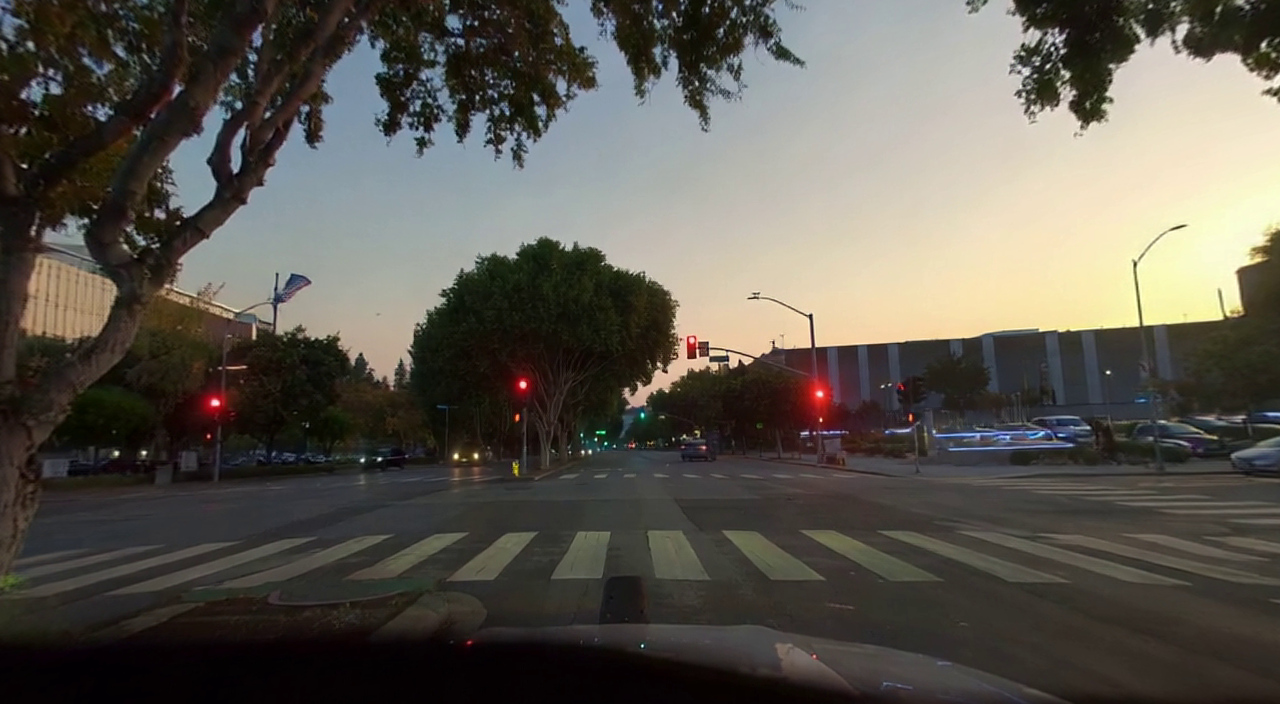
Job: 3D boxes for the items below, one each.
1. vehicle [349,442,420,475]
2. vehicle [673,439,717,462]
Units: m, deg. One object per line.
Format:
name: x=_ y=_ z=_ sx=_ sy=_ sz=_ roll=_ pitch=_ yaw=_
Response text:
vehicle: x=-14.819 y=6.191 z=36.844 sx=2.169 sy=1.753 sz=4.640 roll=0 pitch=-9 yaw=1
vehicle: x=3.871 y=6.831 z=43.702 sx=2.521 sy=1.522 sz=4.418 roll=-2 pitch=-9 yaw=12
